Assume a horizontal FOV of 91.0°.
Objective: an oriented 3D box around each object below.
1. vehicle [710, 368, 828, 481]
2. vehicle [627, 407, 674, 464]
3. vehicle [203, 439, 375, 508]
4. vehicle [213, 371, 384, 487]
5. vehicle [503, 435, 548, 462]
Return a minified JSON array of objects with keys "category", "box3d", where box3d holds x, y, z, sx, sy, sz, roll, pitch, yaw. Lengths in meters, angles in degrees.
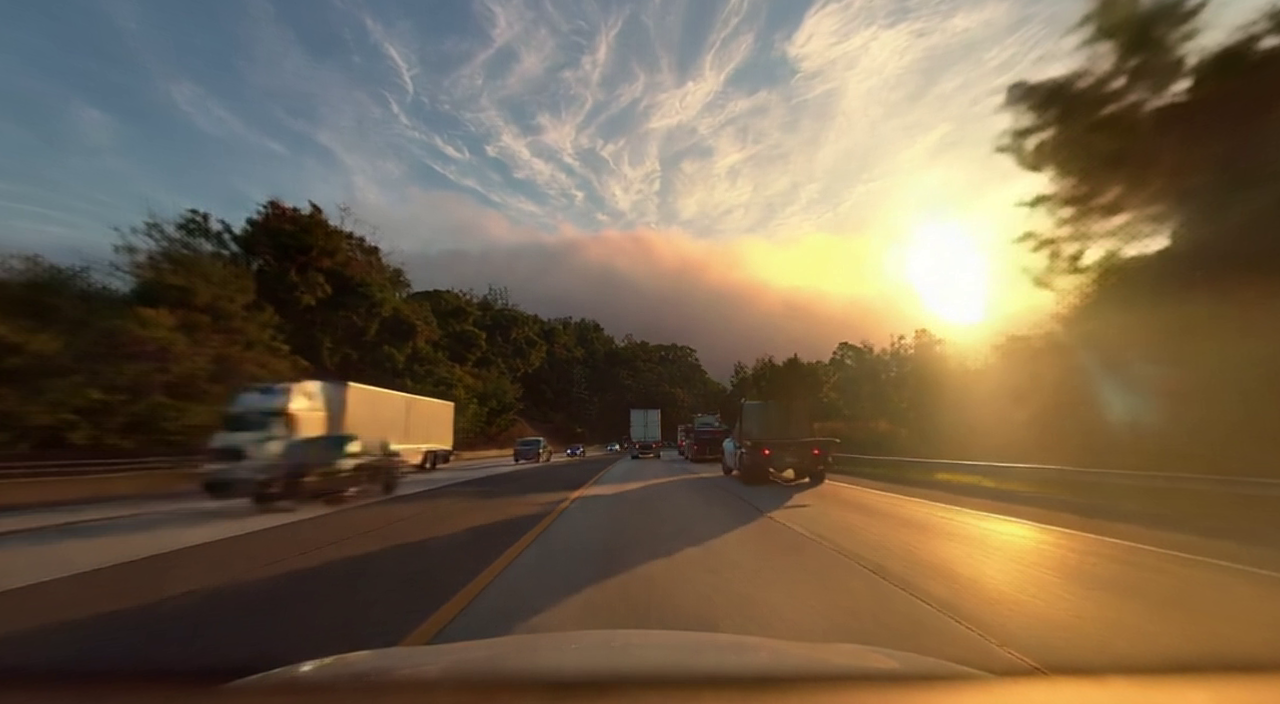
[{"category":"vehicle","box3d":[4.513,2.775,23.498,2.956,3.604,6.277,0,-8,-1]},{"category":"vehicle","box3d":[0.585,5.319,39.895,2.644,3.247,7.454,0,-8,0]},{"category":"vehicle","box3d":[-8.708,3.009,16.176,1.900,1.495,4.478,0,-8,-1]},{"category":"vehicle","box3d":[-13.072,3.091,24.919,2.939,3.930,6.425,-1,-8,1]},{"category":"vehicle","box3d":[-8.207,6.975,45.735,2.294,1.856,4.734,-1,-8,1]}]
